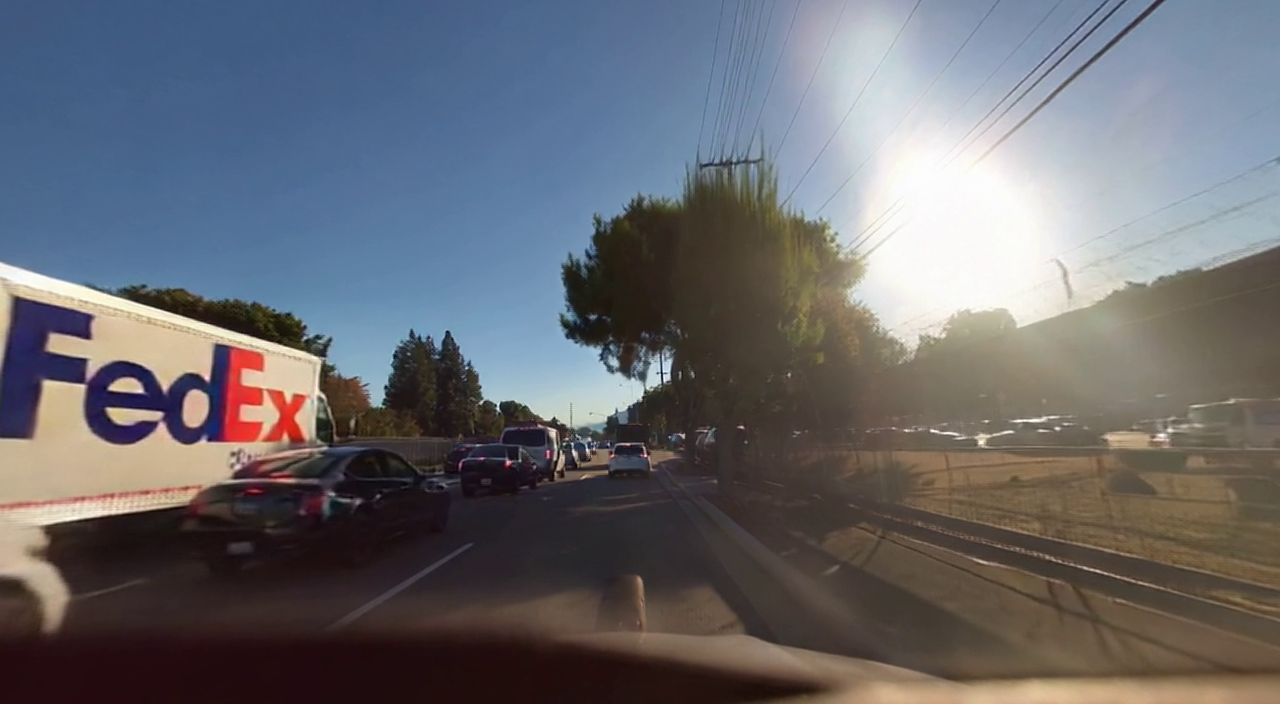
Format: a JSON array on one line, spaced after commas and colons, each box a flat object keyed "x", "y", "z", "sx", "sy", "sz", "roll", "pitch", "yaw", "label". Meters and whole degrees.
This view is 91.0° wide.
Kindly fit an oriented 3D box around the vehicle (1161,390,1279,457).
[{"x": 32.896, "y": 3.791, "z": 32.985, "sx": 8.848, "sy": 3.271, "sz": 2.774, "roll": 0, "pitch": -9, "yaw": -4, "label": "vehicle"}]

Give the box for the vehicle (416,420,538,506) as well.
[{"x": -3.992, "y": 2.801, "z": 16.304, "sx": 1.956, "sy": 1.865, "sz": 4.624, "roll": 0, "pitch": -8, "yaw": -1, "label": "vehicle"}]

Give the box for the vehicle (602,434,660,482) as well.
[{"x": -0.353, "y": 4.083, "z": 24.557, "sx": 2.055, "sy": 1.671, "sz": 4.147, "roll": 0, "pitch": -8, "yaw": -1, "label": "vehicle"}]

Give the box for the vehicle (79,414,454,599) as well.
[{"x": -3.992, "y": 1.704, "z": 7.877, "sx": 2.014, "sy": 1.637, "sz": 4.382, "roll": 0, "pitch": -8, "yaw": 0, "label": "vehicle"}]
